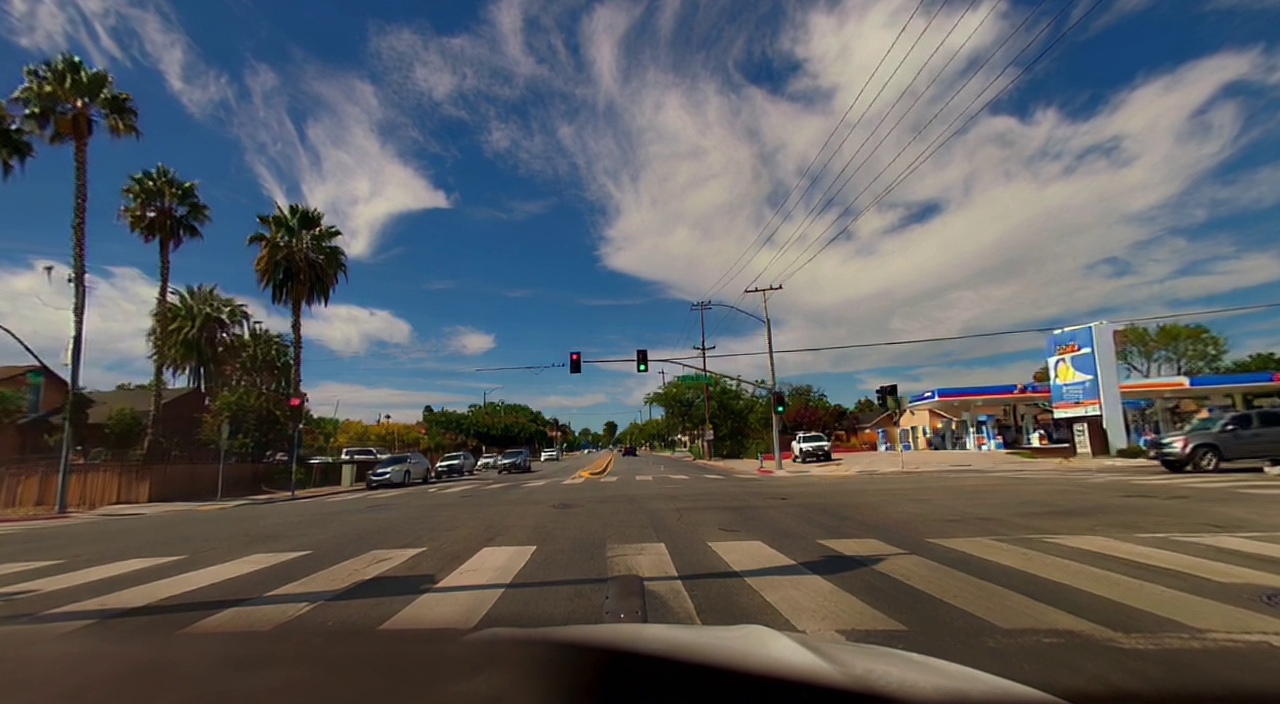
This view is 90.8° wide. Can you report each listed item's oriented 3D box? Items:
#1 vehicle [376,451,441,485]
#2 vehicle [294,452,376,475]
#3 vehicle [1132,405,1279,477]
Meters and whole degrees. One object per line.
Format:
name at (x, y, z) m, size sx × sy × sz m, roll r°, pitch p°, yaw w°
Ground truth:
vehicle at (-13.035, 6.551, 35.950) m, size 2.009 × 1.777 × 4.559 m, roll 0°, pitch -9°, yaw -1°
vehicle at (-20.951, 7.683, 43.510) m, size 4.672 × 1.469 × 1.816 m, roll 0°, pitch -9°, yaw -2°
vehicle at (16.783, 2.436, 17.279) m, size 5.086 × 1.817 × 1.952 m, roll 0°, pitch -9°, yaw -4°
